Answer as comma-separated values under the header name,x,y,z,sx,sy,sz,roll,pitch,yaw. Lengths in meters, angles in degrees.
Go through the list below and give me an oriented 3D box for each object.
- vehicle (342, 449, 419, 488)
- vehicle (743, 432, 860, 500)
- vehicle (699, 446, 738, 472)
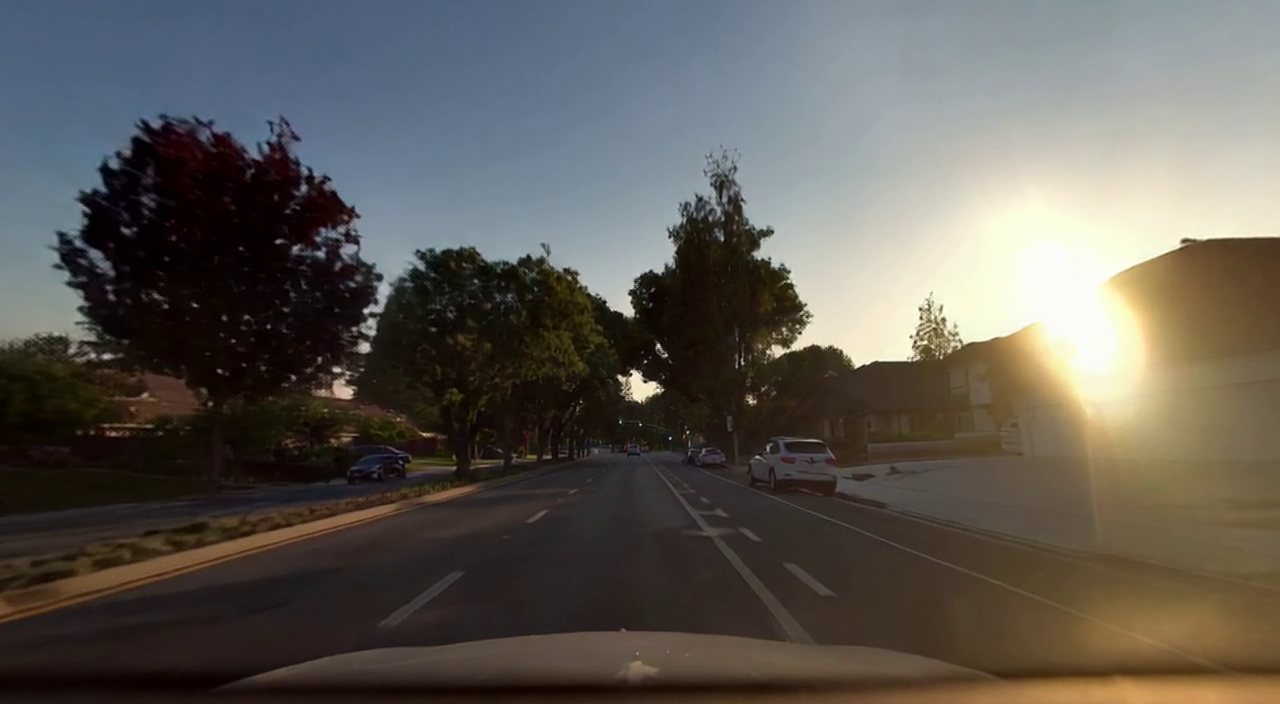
name,x,y,z,sx,sy,sz,roll,pitch,yaw
vehicle,-12.379,5.538,30.412,1.939,1.537,4.197,-3,-7,0
vehicle,4.721,3.411,19.326,2.180,1.782,4.790,0,-8,-1
vehicle,4.774,6.548,38.901,1.875,1.540,3.402,0,-8,-1
